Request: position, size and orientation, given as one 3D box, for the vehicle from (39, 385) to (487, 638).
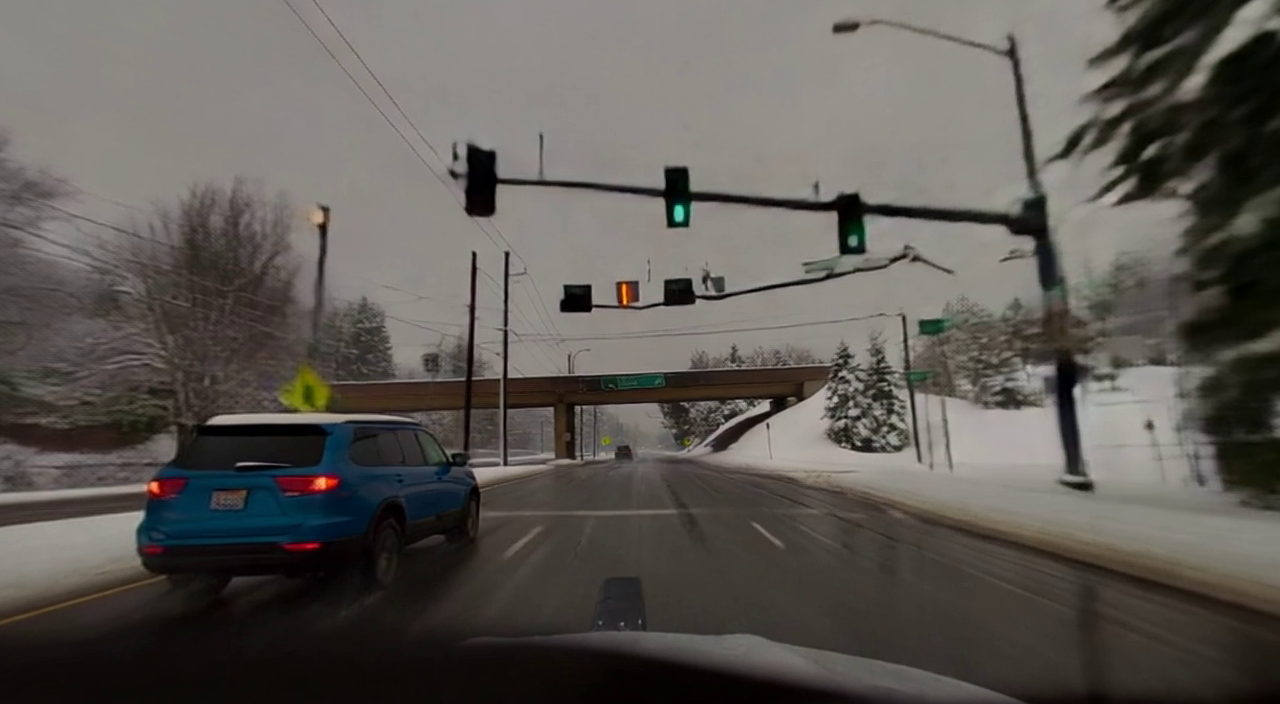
[{"bbox_3d":[-3.092,1.396,6.492,1.882,1.704,4.335,0,-8,1],"label":"vehicle"}]
